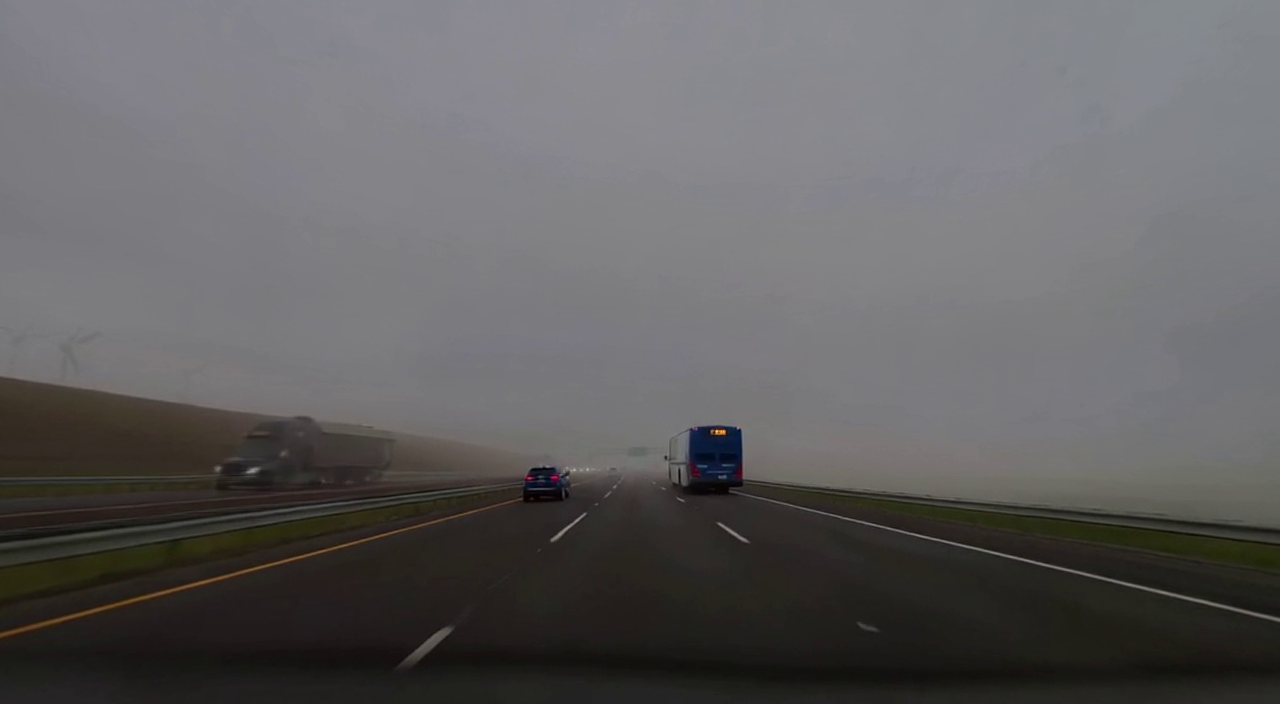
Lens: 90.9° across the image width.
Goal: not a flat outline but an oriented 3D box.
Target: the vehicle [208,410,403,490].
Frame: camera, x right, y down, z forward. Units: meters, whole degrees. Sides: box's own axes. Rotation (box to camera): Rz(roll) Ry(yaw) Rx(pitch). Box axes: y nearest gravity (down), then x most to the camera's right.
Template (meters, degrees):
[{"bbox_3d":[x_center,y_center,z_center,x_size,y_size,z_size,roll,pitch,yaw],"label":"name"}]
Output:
[{"bbox_3d":[-19.288,6.274,38.817,3.201,3.814,16.570,1,-10,-1],"label":"vehicle"}]

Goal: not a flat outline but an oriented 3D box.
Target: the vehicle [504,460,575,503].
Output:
[{"bbox_3d":[-3.988,5.230,25.693,2.213,1.568,4.274,1,-10,-1],"label":"vehicle"}]

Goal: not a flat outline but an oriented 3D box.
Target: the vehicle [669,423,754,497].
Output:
[{"bbox_3d":[3.819,6.634,38.179,2.941,3.574,14.463,1,-10,-2],"label":"vehicle"}]
